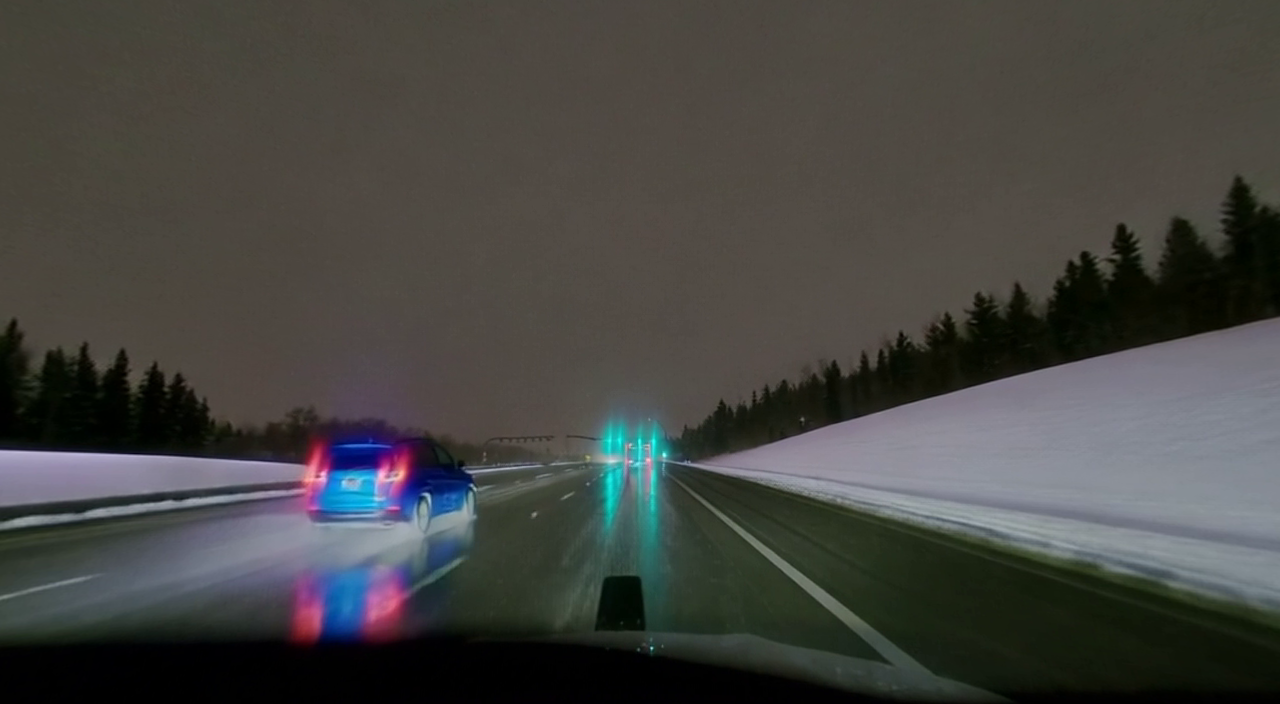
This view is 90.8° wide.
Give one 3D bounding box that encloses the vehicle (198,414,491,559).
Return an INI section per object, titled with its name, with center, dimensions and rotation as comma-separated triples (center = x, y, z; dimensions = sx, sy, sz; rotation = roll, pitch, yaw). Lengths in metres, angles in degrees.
[vehicle]
center = -4.216, 2.028, 10.284
dimensions = 2.272, 1.759, 5.058
rotation = 0, -9, 0
